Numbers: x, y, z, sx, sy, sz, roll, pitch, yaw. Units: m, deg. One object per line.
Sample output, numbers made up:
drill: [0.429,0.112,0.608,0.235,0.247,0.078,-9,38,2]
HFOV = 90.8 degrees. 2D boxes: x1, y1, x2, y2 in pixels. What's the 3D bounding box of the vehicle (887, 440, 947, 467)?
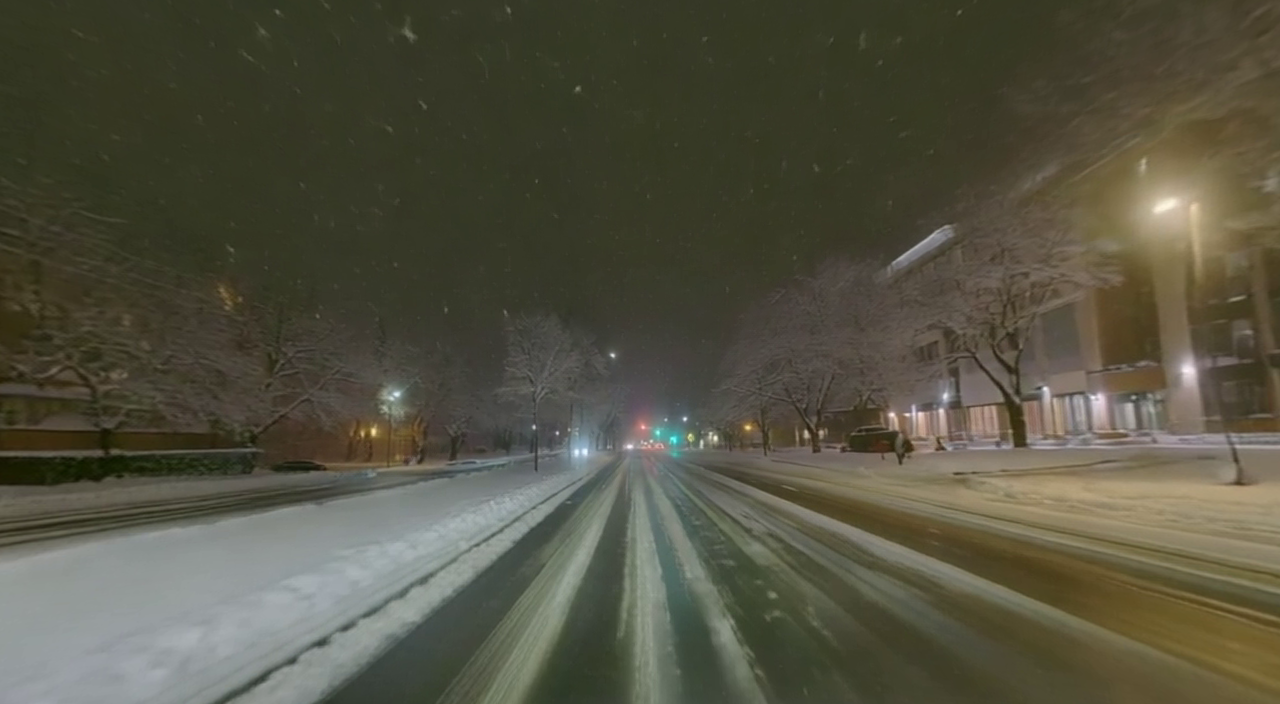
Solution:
vehicle: [16.330,5.927,37.117,1.930,1.449,4.473,-7,-11,40]
